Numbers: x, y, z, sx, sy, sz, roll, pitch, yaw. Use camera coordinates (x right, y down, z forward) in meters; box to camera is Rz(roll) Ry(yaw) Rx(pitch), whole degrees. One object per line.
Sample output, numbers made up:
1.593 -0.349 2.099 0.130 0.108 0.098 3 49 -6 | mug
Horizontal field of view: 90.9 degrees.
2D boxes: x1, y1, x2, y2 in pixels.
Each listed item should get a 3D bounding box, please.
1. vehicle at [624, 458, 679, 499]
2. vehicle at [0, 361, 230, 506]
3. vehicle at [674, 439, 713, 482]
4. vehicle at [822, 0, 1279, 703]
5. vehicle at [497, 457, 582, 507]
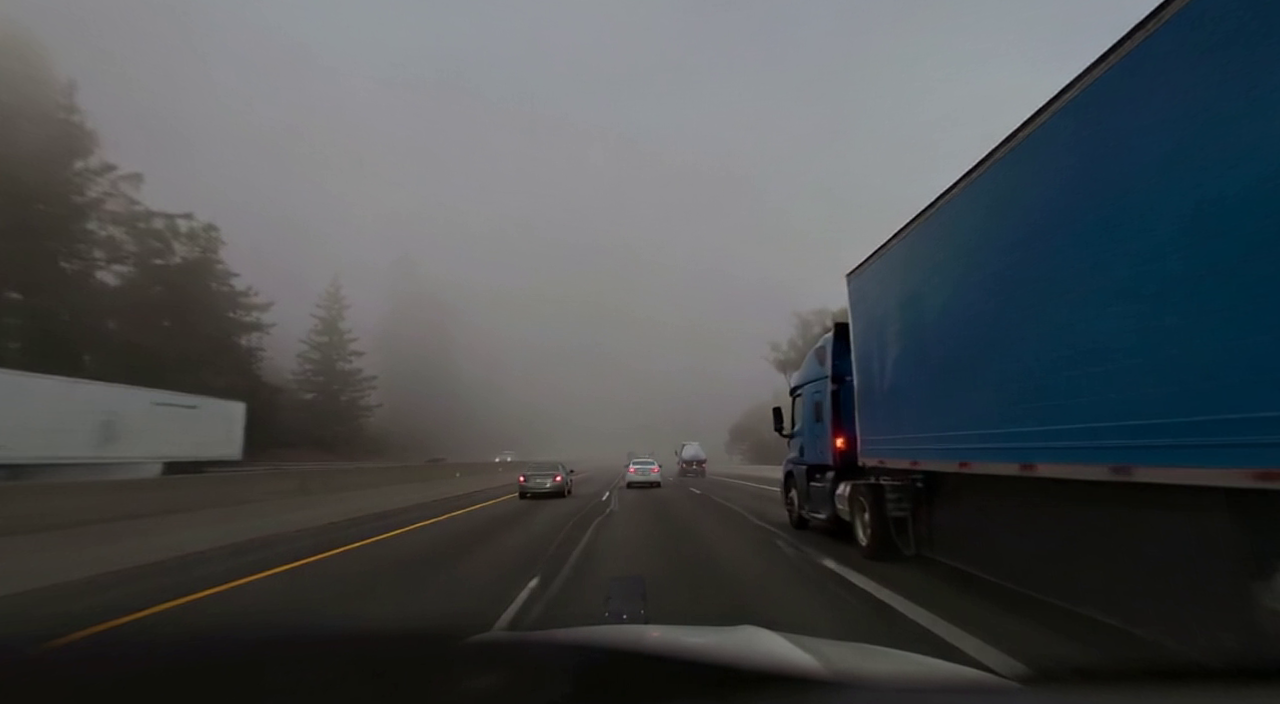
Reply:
0.450 5.213 26.369 2.089 1.516 4.191 0 -9 0 | vehicle
-19.741 2.777 20.710 2.874 4.090 14.180 0 -9 0 | vehicle
4.102 8.178 47.441 2.650 2.978 6.937 -1 -10 7 | vehicle
4.754 0.143 4.597 2.877 4.035 13.897 0 -9 1 | vehicle
-3.241 4.299 21.235 2.105 1.467 4.099 0 -9 1 | vehicle
